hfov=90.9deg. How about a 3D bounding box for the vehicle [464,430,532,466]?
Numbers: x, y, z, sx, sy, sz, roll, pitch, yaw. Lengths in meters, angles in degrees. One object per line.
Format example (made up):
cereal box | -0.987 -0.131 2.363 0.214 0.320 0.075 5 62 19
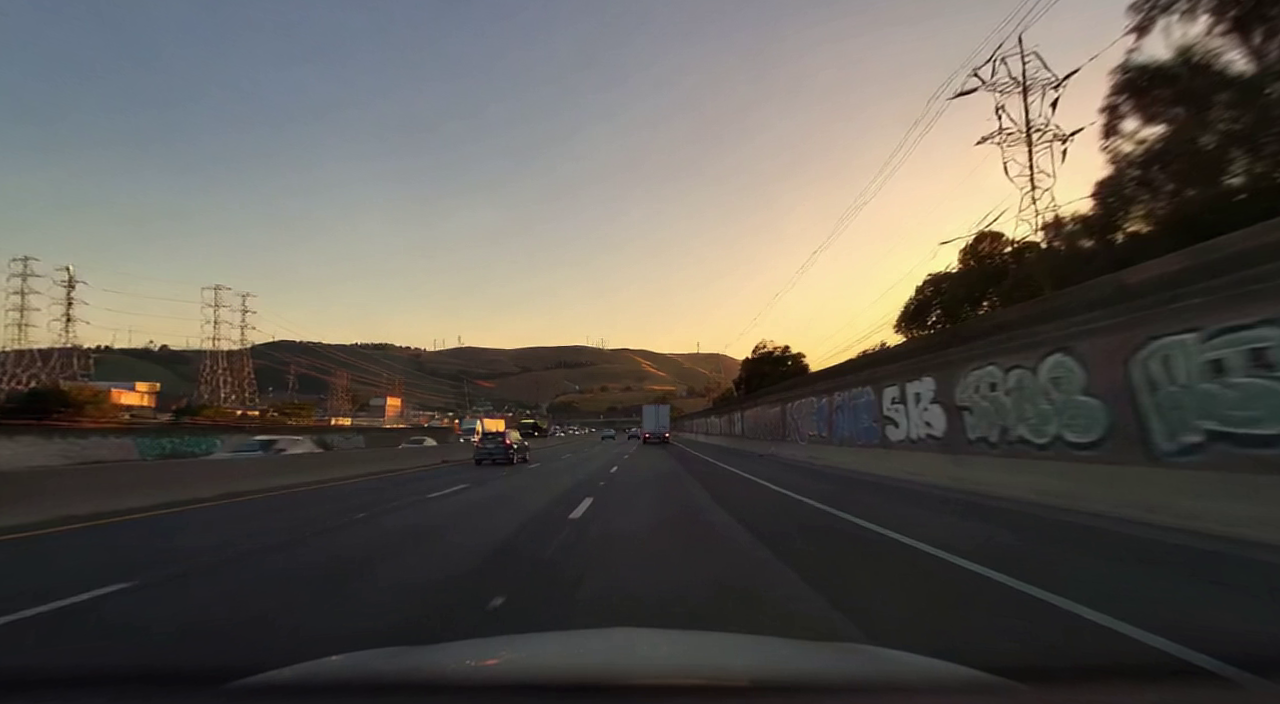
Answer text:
vehicle | -6.278 4.276 28.373 1.965 1.486 4.448 0 -8 1

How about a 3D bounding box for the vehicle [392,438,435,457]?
vehicle | -17.343 7.328 48.410 1.781 1.409 3.993 0 -8 0

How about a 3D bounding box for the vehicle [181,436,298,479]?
vehicle | -13.937 3.654 22.176 1.798 1.400 3.503 0 -8 0
